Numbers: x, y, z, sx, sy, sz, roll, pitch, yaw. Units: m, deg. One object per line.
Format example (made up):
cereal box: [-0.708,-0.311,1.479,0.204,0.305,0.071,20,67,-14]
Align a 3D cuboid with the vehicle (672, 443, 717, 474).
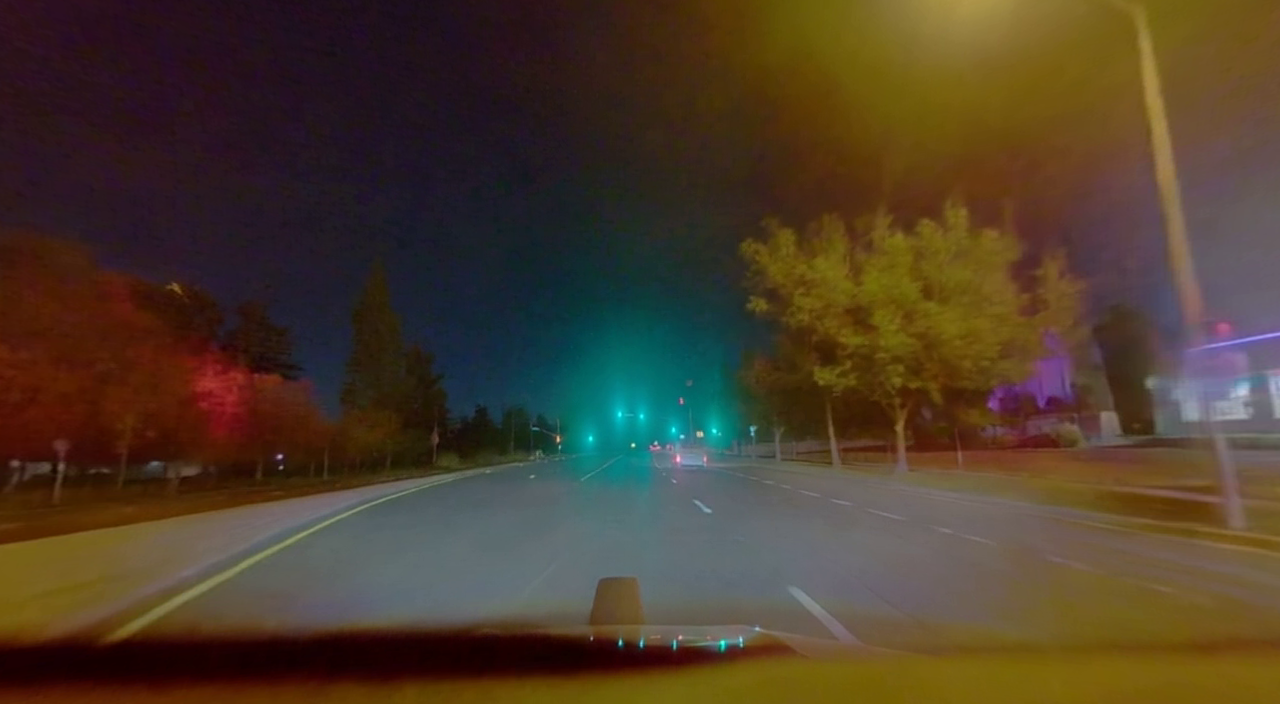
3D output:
vehicle: [2.910,5.749,34.372,1.961,1.580,4.020,0,-8,-2]
